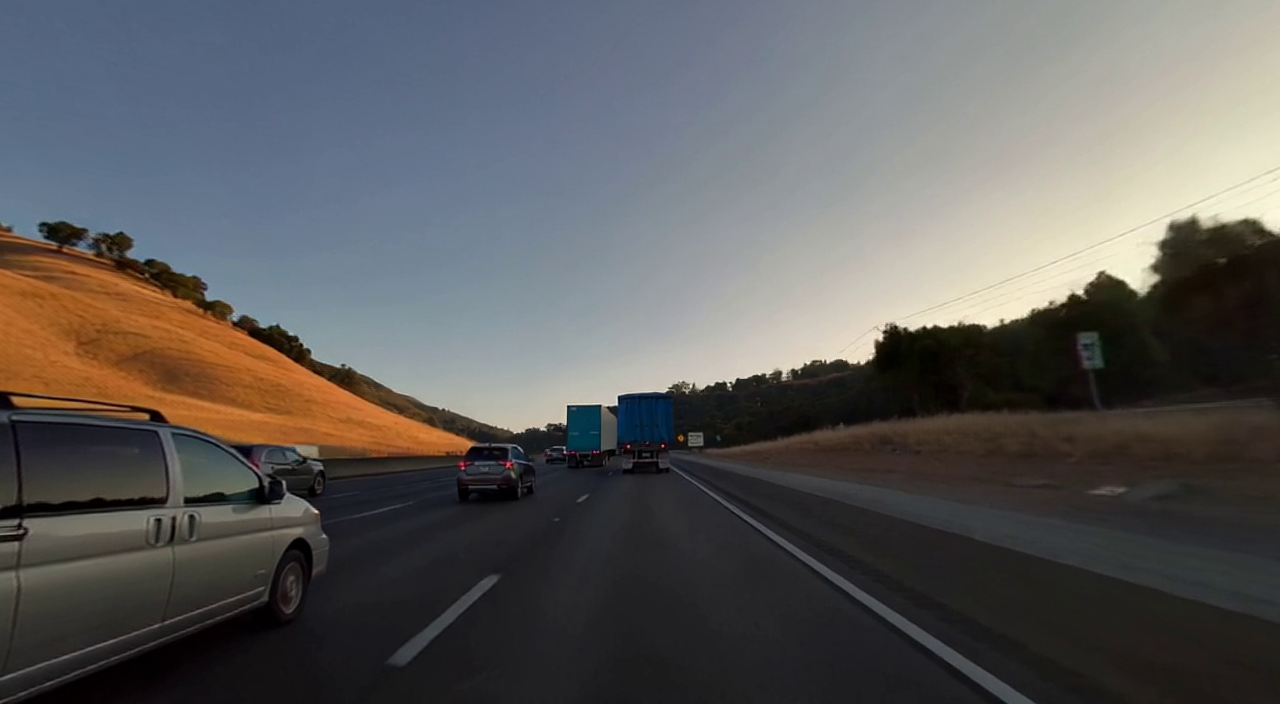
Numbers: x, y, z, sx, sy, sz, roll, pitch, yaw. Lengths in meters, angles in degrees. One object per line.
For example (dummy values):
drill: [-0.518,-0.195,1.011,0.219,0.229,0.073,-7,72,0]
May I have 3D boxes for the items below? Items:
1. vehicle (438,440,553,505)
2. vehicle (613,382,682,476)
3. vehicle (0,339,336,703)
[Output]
vehicle: [-3.542,3.026,16.355,1.950,1.446,4.224,0,-8,0]
vehicle: [0.447,4.054,32.259,2.913,3.988,10.874,0,-8,1]
vehicle: [-3.835,0.908,3.186,2.136,1.779,4.875,0,-8,0]
